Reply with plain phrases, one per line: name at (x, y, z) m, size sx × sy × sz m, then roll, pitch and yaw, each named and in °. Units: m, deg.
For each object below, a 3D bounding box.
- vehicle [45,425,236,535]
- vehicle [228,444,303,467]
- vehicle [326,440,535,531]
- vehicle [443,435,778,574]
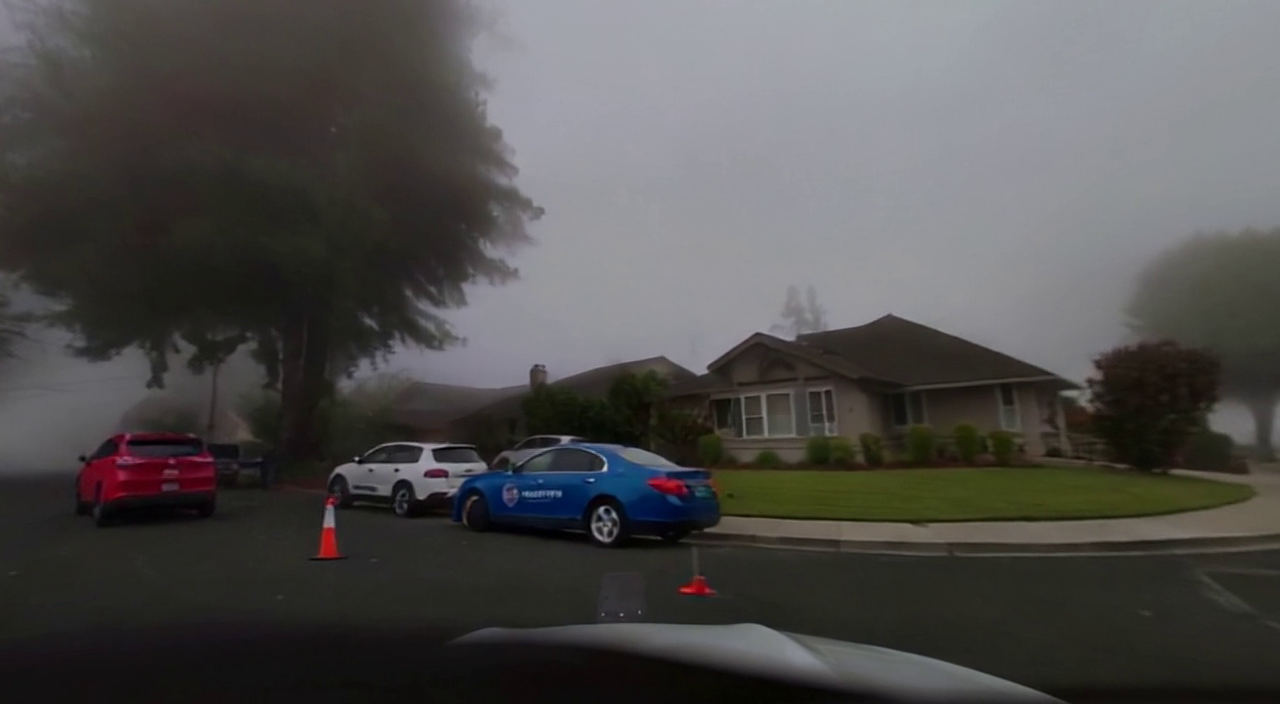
vehicle at (-9.968, 2.405, 12.506) m, size 4.094 × 1.748 × 2.350 m, roll -8°, pitch -12°, yaw 44°
vehicle at (-28.047, 7.736, 47.405) m, size 4.486 × 1.629 × 1.792 m, roll 8°, pitch -11°, yaw -43°
vehicle at (-4.562, 2.634, 13.301) m, size 5.022 × 1.497 × 1.996 m, roll -7°, pitch -10°, yaw 43°
vehicle at (-0.647, 2.049, 9.503) m, size 4.710 × 1.515 × 2.400 m, roll -8°, pitch -12°, yaw 43°
